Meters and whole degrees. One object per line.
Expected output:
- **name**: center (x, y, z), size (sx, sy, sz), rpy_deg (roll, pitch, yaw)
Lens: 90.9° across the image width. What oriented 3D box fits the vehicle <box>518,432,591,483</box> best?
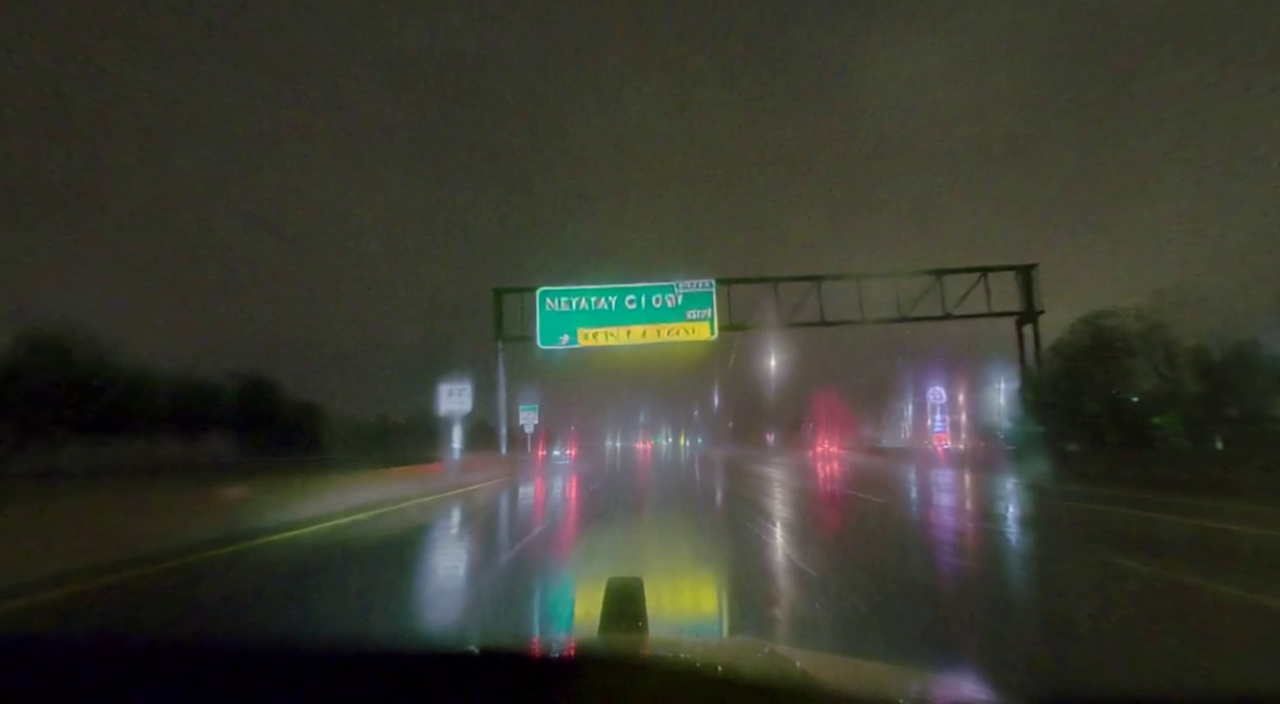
- **vehicle**: center (-3.054, 3.885, 23.494), size (2.072, 1.706, 4.359), rpy_deg (0, -8, 1)
